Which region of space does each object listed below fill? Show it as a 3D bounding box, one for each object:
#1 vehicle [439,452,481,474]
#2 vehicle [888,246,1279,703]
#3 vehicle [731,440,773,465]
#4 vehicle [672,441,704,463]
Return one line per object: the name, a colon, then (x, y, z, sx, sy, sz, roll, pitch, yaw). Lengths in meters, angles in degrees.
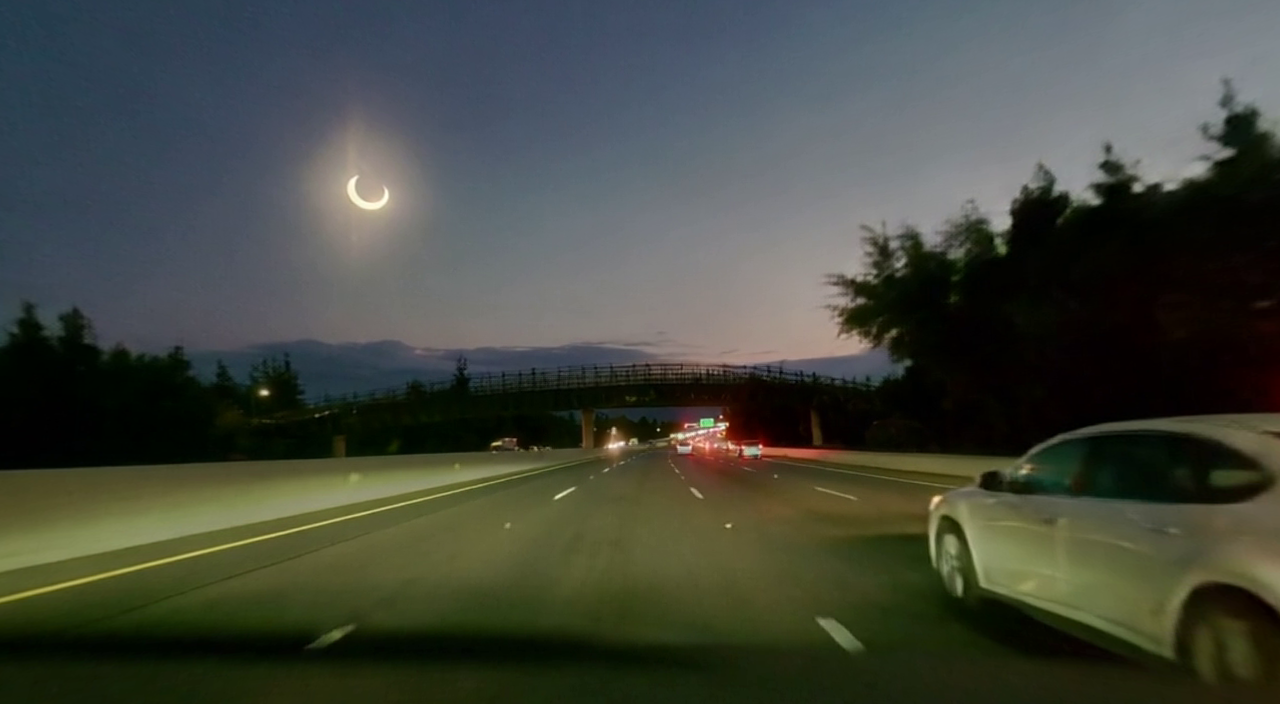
vehicle: (-14.098, 8.735, 49.830, 1.851, 1.460, 4.715, -3, -8, 1)
vehicle: (3.753, 0.734, 3.057, 2.693, 2.044, 5.882, 0, -9, 0)
vehicle: (7.321, 6.622, 41.753, 1.989, 1.529, 4.375, 0, -9, 0)
vehicle: (3.424, 7.202, 45.534, 1.981, 1.471, 4.342, 0, -9, 0)
